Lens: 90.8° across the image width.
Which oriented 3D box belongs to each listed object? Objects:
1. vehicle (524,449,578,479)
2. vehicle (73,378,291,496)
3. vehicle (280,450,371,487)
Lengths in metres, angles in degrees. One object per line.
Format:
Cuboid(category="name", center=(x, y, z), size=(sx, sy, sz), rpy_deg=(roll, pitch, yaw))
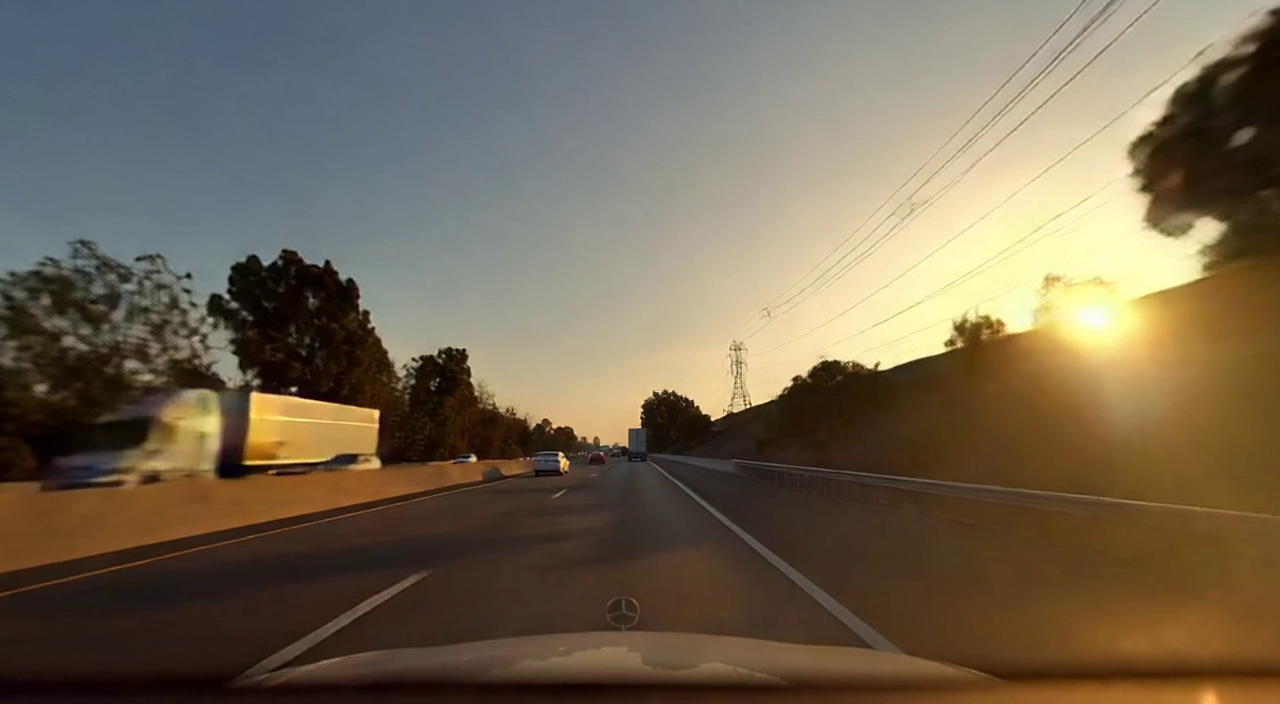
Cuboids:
Cuboid(category="vehicle", center=(-4.490, 5.742, 32.593), size=(2.106, 1.445, 4.404), rpy_deg=(0, -9, 0))
Cuboid(category="vehicle", center=(-17.207, 3.383, 24.625), size=(2.941, 3.886, 7.160), rpy_deg=(0, -9, 0))
Cuboid(category="vehicle", center=(-13.411, 4.954, 27.189), size=(1.826, 1.447, 4.044), rpy_deg=(0, -9, 0))
